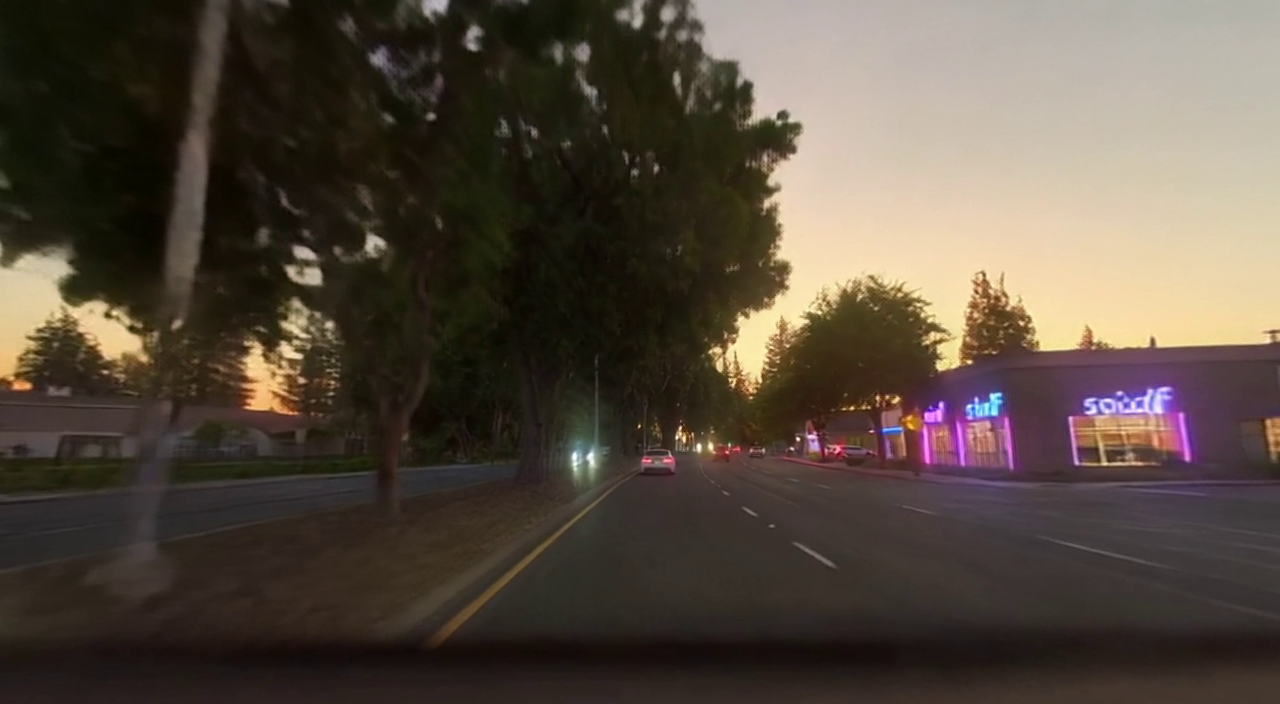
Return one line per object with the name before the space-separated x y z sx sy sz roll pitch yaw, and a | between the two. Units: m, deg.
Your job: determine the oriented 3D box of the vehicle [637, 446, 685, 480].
vehicle | 1.045 5.150 29.596 2.095 1.456 3.873 -1 -9 4
